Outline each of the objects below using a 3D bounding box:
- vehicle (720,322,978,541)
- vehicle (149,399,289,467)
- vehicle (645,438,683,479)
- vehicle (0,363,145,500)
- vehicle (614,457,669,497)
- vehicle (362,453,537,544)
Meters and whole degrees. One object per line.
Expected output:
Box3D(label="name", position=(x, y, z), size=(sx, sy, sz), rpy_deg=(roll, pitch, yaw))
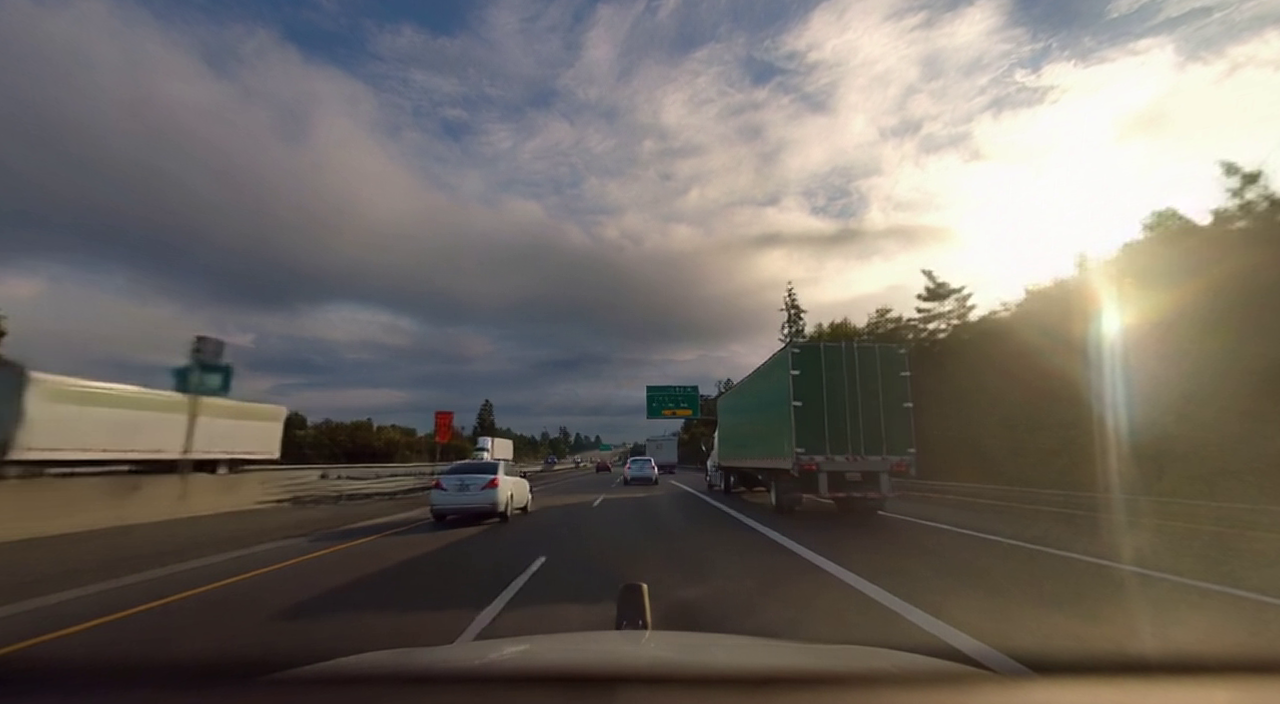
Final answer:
Box3D(label="vehicle", position=(4.684, 2.521, 18.565), size=(2.877, 4.035, 13.897), rpy_deg=(0, -9, 0))
Box3D(label="vehicle", position=(-19.791, 3.965, 30.133), size=(2.227, 2.883, 6.175), rpy_deg=(0, -9, 1))
Box3D(label="vehicle", position=(1.968, 8.286, 48.963), size=(2.650, 2.978, 6.937), rpy_deg=(-1, -10, 4))
Box3D(label="vehicle", position=(-19.831, 2.435, 18.952), size=(2.967, 3.881, 8.316), rpy_deg=(0, -9, 0))
Box3D(label="vehicle", position=(0.056, 5.150, 26.292), size=(2.089, 1.516, 4.191), rpy_deg=(0, -9, 0))
Box3D(label="vehicle", position=(-3.470, 2.742, 12.451), size=(2.105, 1.467, 4.099), rpy_deg=(0, -9, 1))
